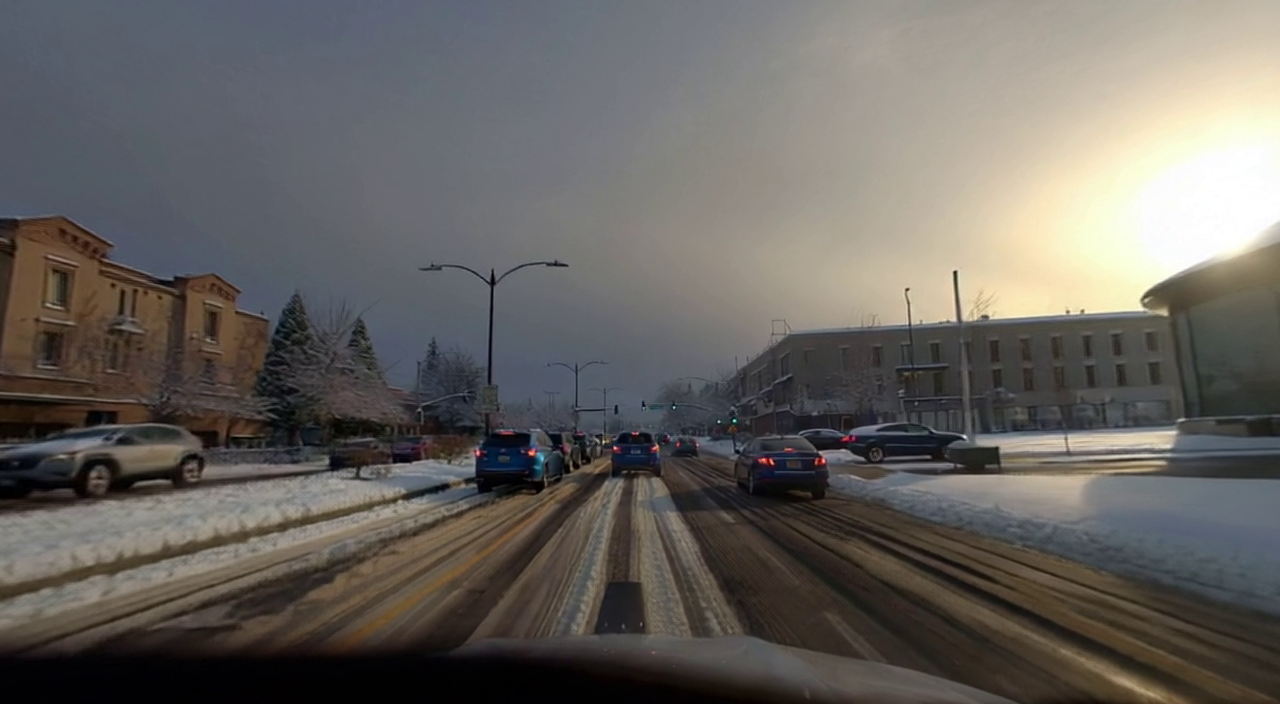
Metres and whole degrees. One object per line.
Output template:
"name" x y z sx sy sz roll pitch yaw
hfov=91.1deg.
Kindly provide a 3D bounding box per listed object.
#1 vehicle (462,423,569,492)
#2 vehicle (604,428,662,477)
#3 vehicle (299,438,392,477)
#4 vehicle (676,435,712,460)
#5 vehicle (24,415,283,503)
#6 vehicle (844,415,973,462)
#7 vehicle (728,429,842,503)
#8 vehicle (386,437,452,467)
"vehicle" -3.394 2.976 18.038 2.047 1.710 4.314 0 -8 2
"vehicle" -0.190 3.810 24.033 2.022 1.700 4.084 0 -8 1
"vehicle" -12.393 4.441 26.790 1.843 1.509 4.301 0 -8 0
"vehicle" 3.340 6.011 39.425 1.948 1.475 4.093 0 -8 0
"vehicle" -12.277 2.764 16.599 2.245 1.908 5.613 0 -8 1
"vehicle" 12.411 4.037 29.257 4.991 1.978 2.090 -8 -11 43
"vehicle" 3.346 2.696 15.271 1.847 1.554 3.885 0 -8 0
"vehicle" -12.178 5.532 34.885 1.924 1.511 4.640 0 -8 1
